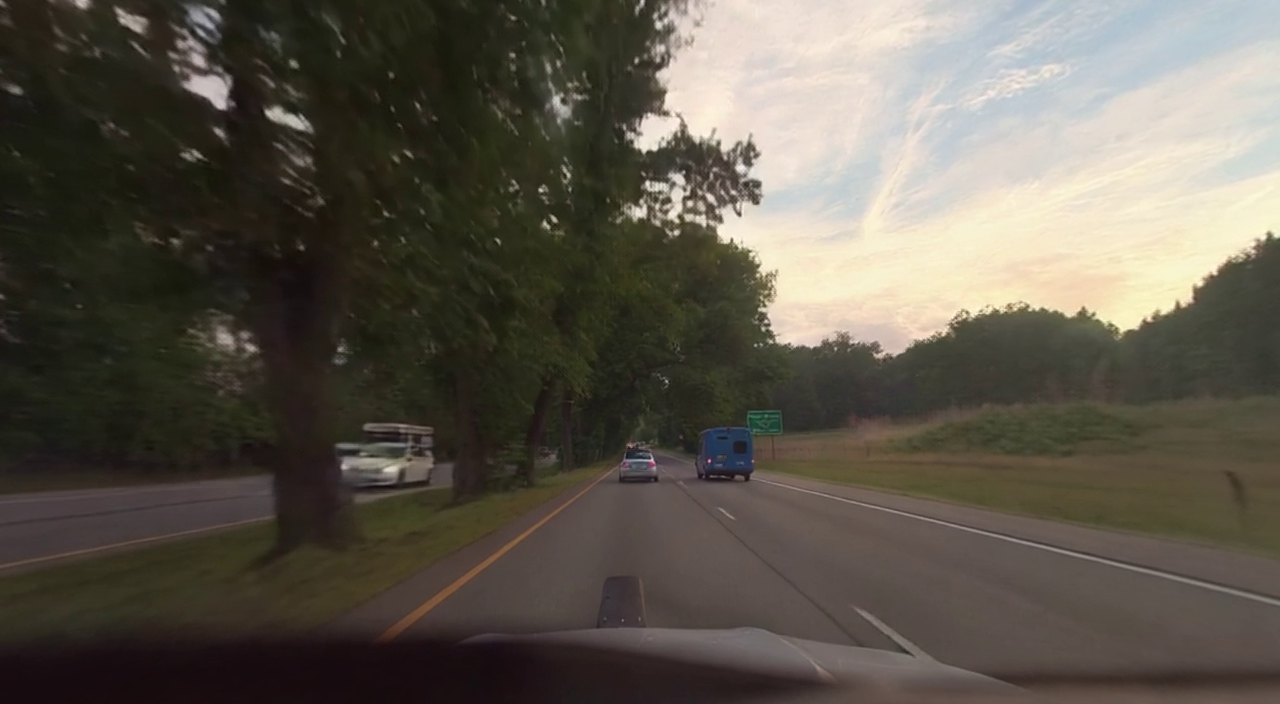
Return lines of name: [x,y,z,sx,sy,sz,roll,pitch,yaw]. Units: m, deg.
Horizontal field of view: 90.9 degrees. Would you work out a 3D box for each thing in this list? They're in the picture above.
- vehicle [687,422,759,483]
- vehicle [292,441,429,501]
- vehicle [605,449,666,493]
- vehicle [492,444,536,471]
vehicle: [3.853,4.886,30.650,2.513,2.633,5.930,0,-9,-1]
vehicle: [-7.686,3.312,17.884,1.888,1.466,4.355,0,-9,0]
vehicle: [-0.189,4.295,23.063,2.037,1.417,3.885,0,-9,-1]
vehicle: [-7.844,6.606,39.629,1.914,1.609,4.184,0,-9,0]
